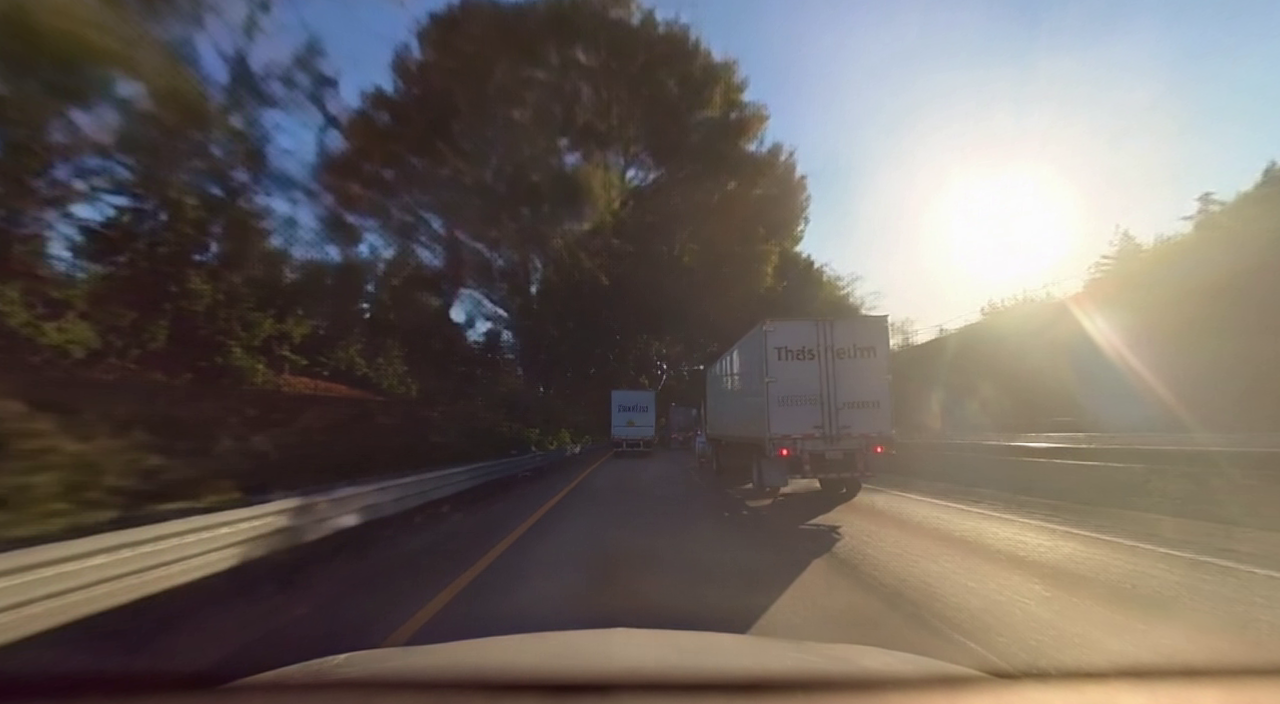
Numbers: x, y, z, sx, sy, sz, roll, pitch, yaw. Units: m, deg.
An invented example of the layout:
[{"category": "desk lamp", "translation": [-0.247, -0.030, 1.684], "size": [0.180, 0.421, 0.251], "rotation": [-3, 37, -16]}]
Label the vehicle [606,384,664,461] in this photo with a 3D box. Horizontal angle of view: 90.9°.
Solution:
[{"category": "vehicle", "translation": [-0.320, 4.325, 37.668], "size": [2.958, 3.917, 10.196], "rotation": [0, -8, -1]}]

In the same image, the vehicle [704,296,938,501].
[{"category": "vehicle", "translation": [4.348, 1.871, 19.907], "size": [2.856, 4.145, 14.500], "rotation": [0, -8, -1]}]
